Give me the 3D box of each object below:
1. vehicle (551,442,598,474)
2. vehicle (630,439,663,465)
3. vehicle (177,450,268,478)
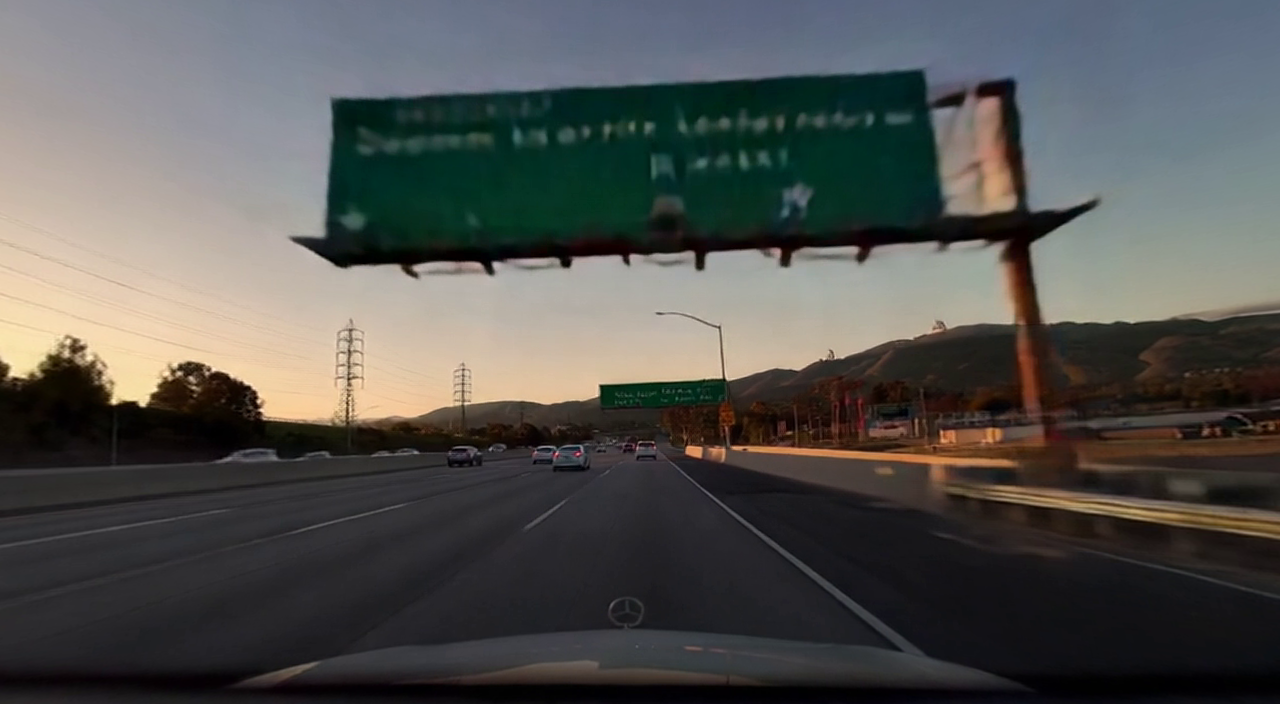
[{"bbox_3d":[-3.387,5.560,33.316,1.967,1.517,4.808,0,-8,0],"label":"vehicle"},{"bbox_3d":[0.417,7.010,44.452,2.194,1.737,4.127,0,-8,0],"label":"vehicle"},{"bbox_3d":[-28.076,7.496,42.711,2.224,1.702,5.576,-1,-8,1],"label":"vehicle"}]
